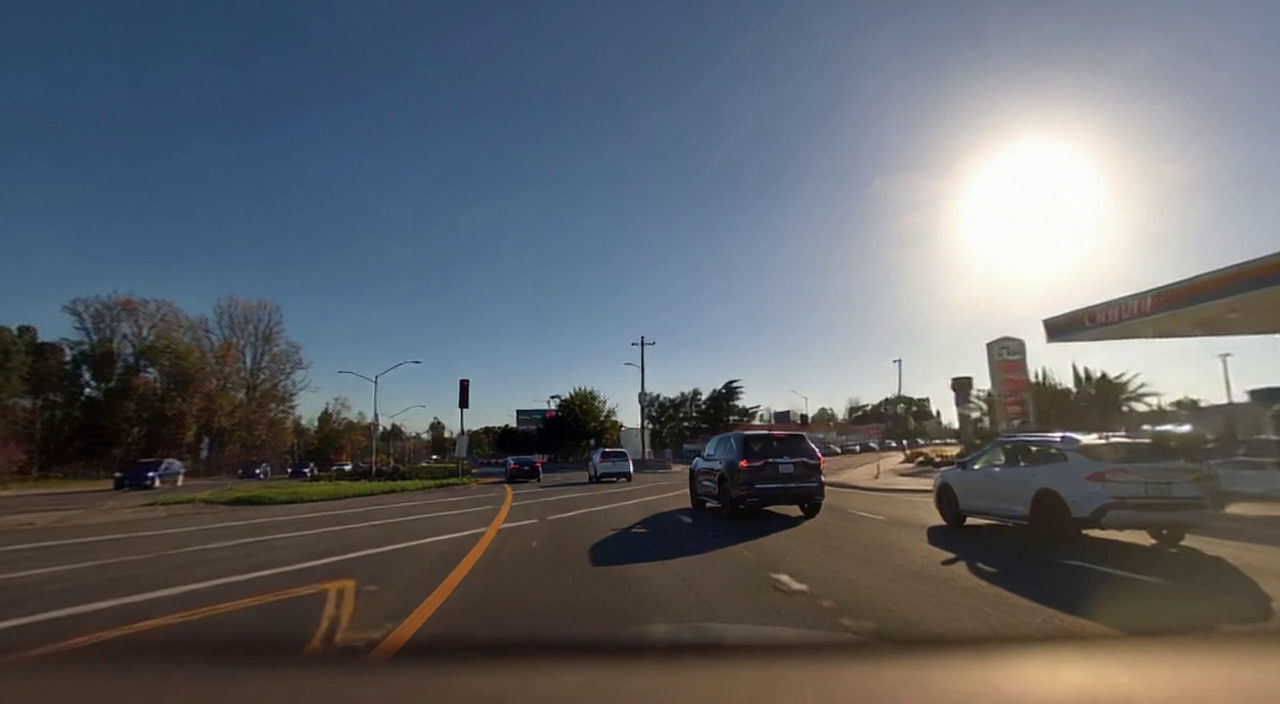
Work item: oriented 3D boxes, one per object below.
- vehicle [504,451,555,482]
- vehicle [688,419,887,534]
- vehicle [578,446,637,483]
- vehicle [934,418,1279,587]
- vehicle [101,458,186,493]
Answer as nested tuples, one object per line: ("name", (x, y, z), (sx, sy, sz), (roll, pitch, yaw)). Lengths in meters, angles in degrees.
("vehicle", (-5.971, 6.059, 33.693), (2.107, 1.527, 4.174), (3, -9, -18))
("vehicle", (2.513, 2.301, 12.307), (2.184, 1.777, 4.712), (1, -9, -8))
("vehicle", (-1.609, 5.291, 29.991), (2.012, 1.612, 4.114), (2, -9, -14))
("vehicle", (5.990, 1.778, 8.330), (1.881, 1.604, 4.289), (1, -8, -4))
("vehicle", (-24.330, 6.010, 31.041), (1.821, 1.521, 3.874), (2, -9, -16))
